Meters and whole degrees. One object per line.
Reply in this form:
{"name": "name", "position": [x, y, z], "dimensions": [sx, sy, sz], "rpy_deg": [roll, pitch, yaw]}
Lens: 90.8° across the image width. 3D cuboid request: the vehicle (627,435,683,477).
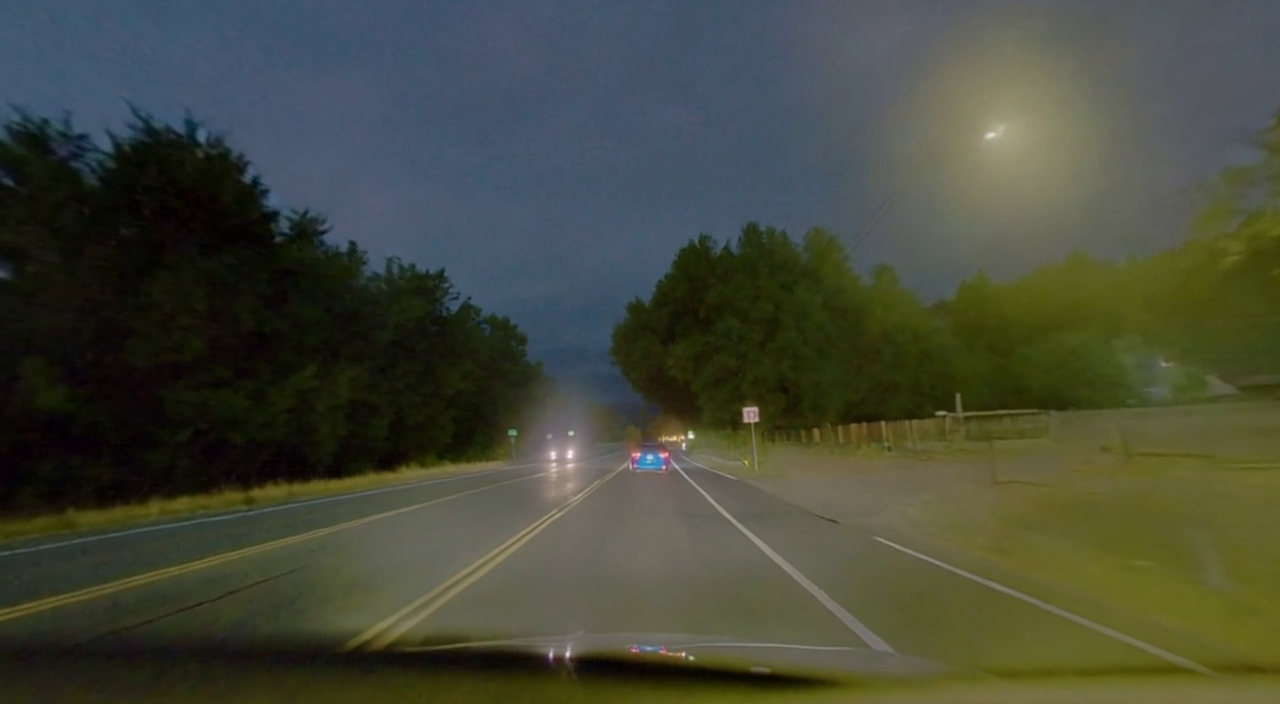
{"name": "vehicle", "position": [0.649, 4.563, 27.941], "dimensions": [2.294, 1.708, 4.110], "rpy_deg": [0, -9, 1]}
